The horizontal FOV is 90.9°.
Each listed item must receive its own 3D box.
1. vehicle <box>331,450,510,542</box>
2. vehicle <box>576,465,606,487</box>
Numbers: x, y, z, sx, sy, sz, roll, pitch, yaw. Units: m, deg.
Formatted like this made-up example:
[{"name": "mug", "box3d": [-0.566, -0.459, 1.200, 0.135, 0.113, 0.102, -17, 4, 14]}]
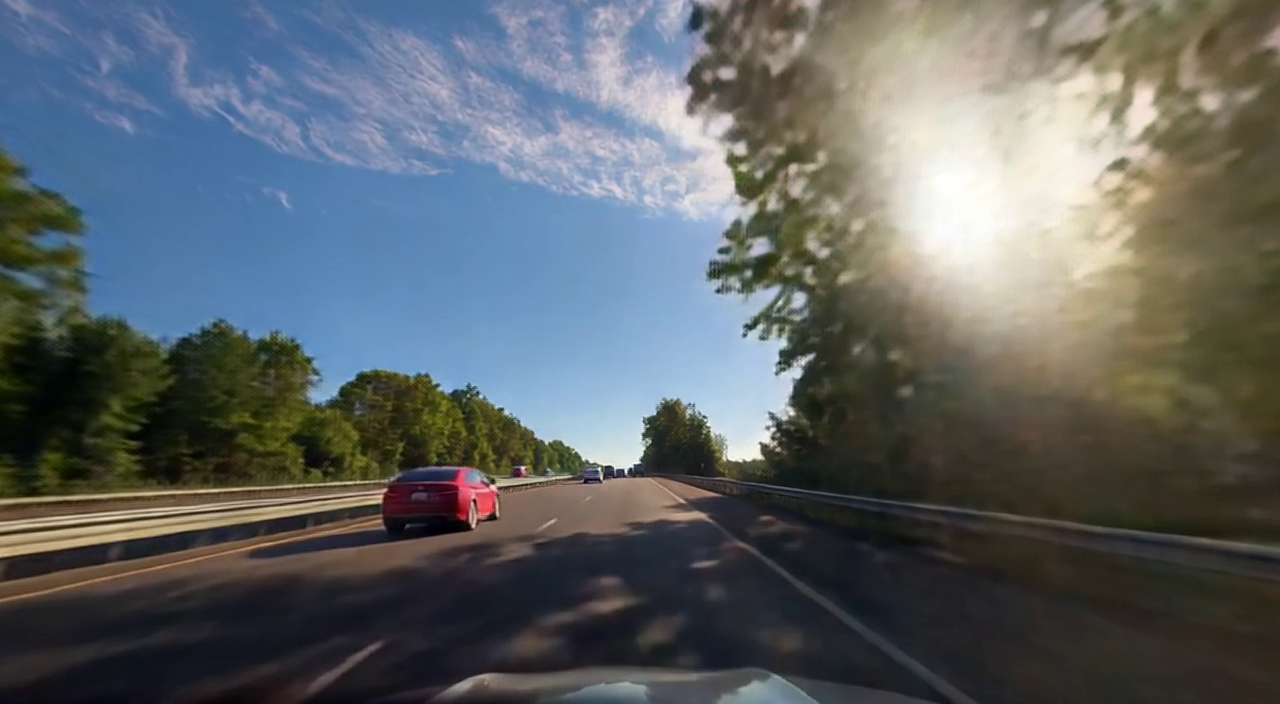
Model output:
[{"name": "vehicle", "box3d": [-4.268, 2.914, 13.215, 2.040, 1.525, 4.603, 1, -11, 1]}, {"name": "vehicle", "box3d": [-3.703, 9.515, 48.439, 2.006, 1.516, 4.820, 1, -11, 0]}]
